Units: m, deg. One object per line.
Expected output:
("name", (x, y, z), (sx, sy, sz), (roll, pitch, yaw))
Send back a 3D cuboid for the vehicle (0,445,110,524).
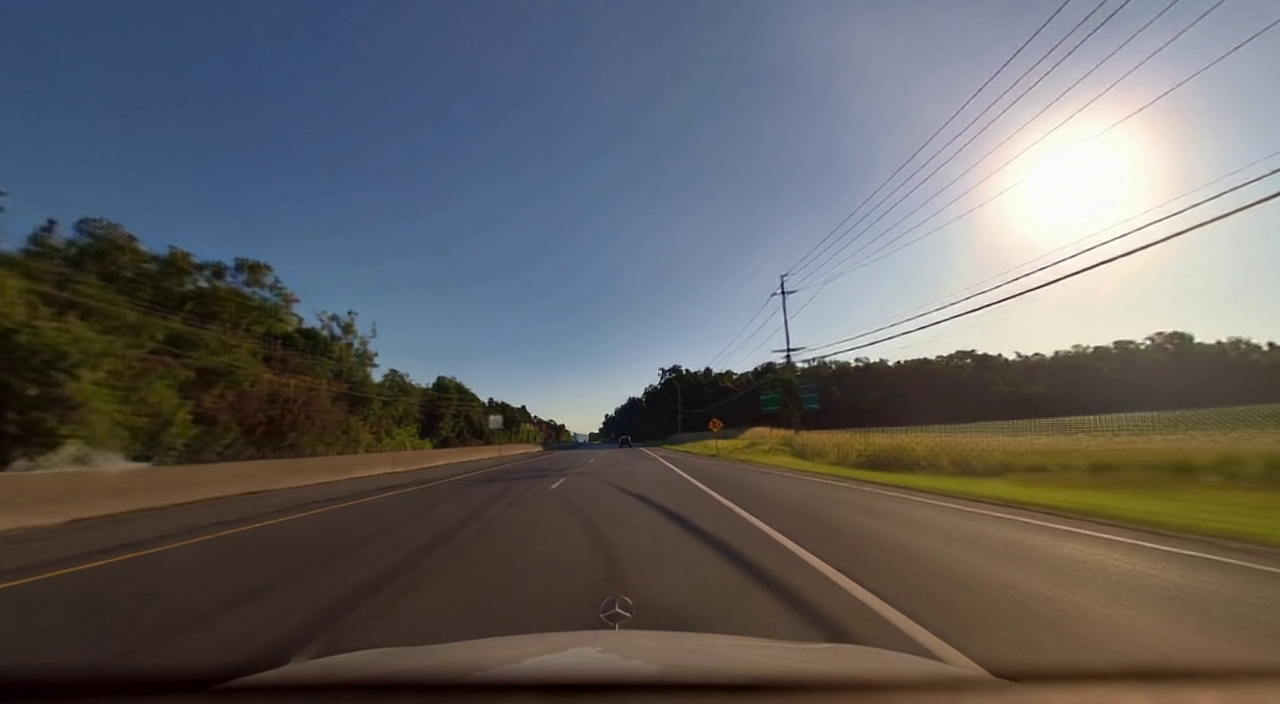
("vehicle", (-12.916, 2.522, 11.973), (1.791, 1.426, 4.502), (0, -8, -1))
